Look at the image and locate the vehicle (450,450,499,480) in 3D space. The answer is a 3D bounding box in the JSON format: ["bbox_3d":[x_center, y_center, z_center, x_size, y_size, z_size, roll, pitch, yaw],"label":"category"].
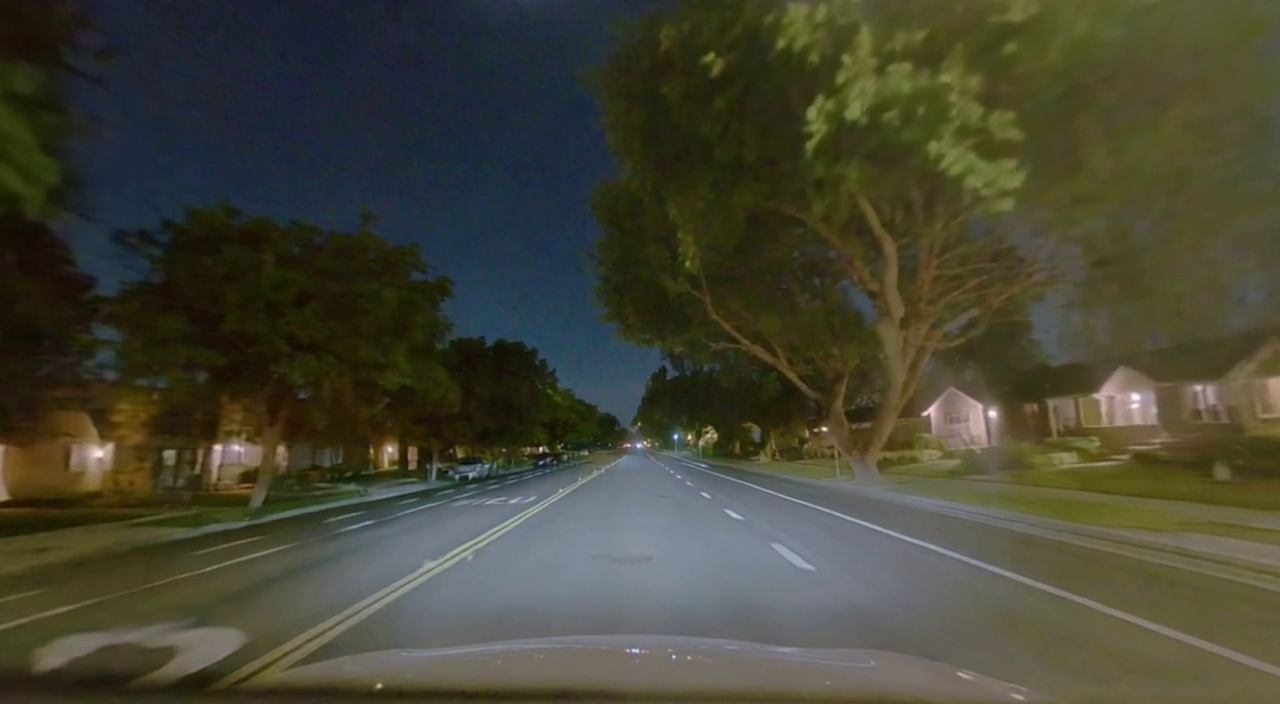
[{"bbox_3d":[-10.743,7.331,41.265,1.989,1.610,4.337,-5,-8,0],"label":"vehicle"}]
